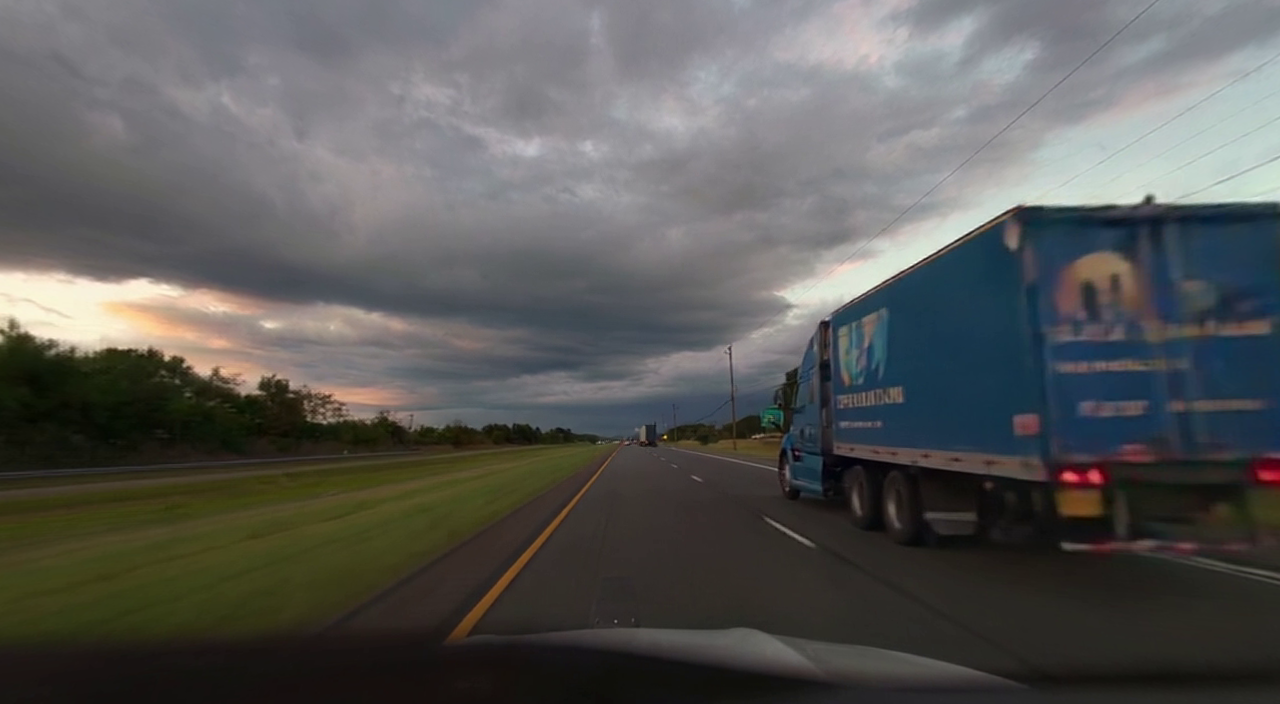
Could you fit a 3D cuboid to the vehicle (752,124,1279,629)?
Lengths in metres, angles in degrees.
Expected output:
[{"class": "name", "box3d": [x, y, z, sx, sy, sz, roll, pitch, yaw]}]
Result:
[{"class": "vehicle", "box3d": [4.145, 0.710, 9.125, 3.037, 3.672, 9.136, 0, -8, -2]}]
